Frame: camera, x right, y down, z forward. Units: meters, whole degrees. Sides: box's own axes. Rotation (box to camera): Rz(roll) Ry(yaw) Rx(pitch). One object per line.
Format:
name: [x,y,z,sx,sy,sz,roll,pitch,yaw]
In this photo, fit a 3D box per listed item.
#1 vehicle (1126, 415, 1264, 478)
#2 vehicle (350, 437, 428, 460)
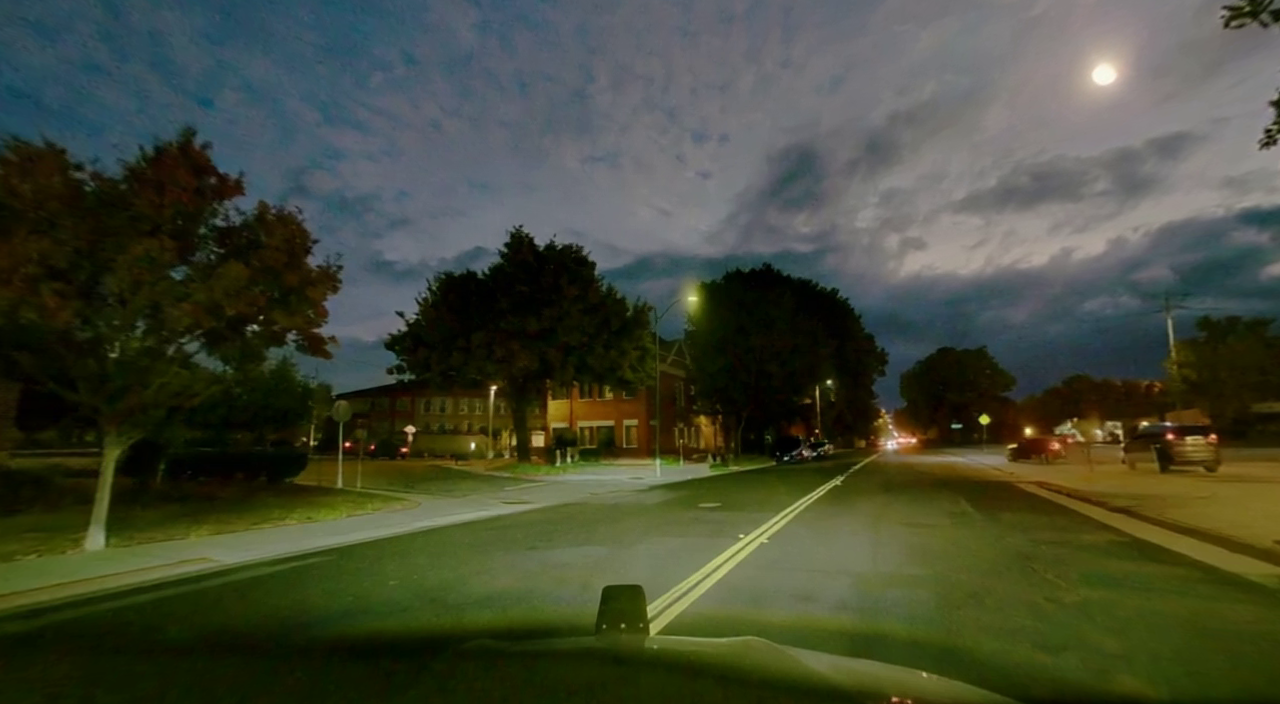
vehicle: [18.500,3.198,21.322,2.018,1.840,4.662,-4,-9,23]
vehicle: [-18.357,7.067,46.204,4.814,1.609,2.197,-1,-9,7]
